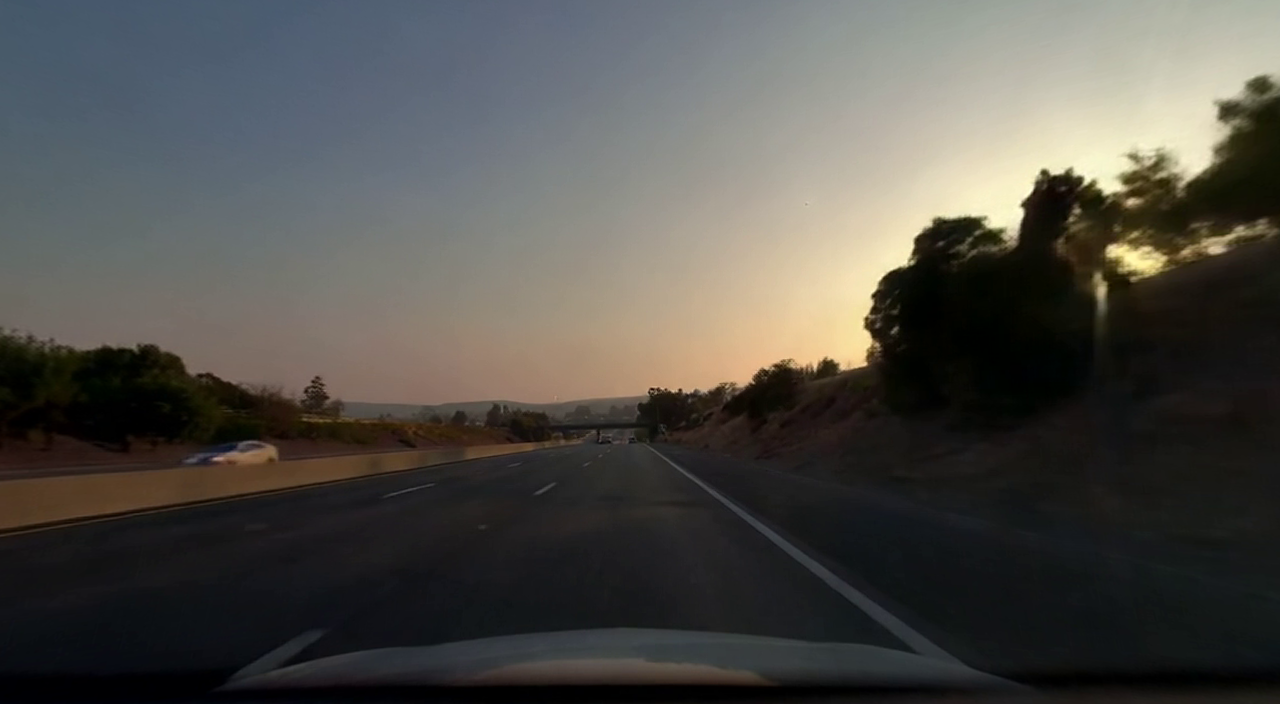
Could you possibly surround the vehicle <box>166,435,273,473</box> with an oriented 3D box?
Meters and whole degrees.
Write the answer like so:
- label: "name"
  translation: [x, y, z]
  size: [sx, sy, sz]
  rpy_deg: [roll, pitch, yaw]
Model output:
- label: "vehicle"
  translation: [-23.684, 5.751, 35.784]
  size: [2.267, 1.970, 5.608]
  rpy_deg: [0, -8, -1]
